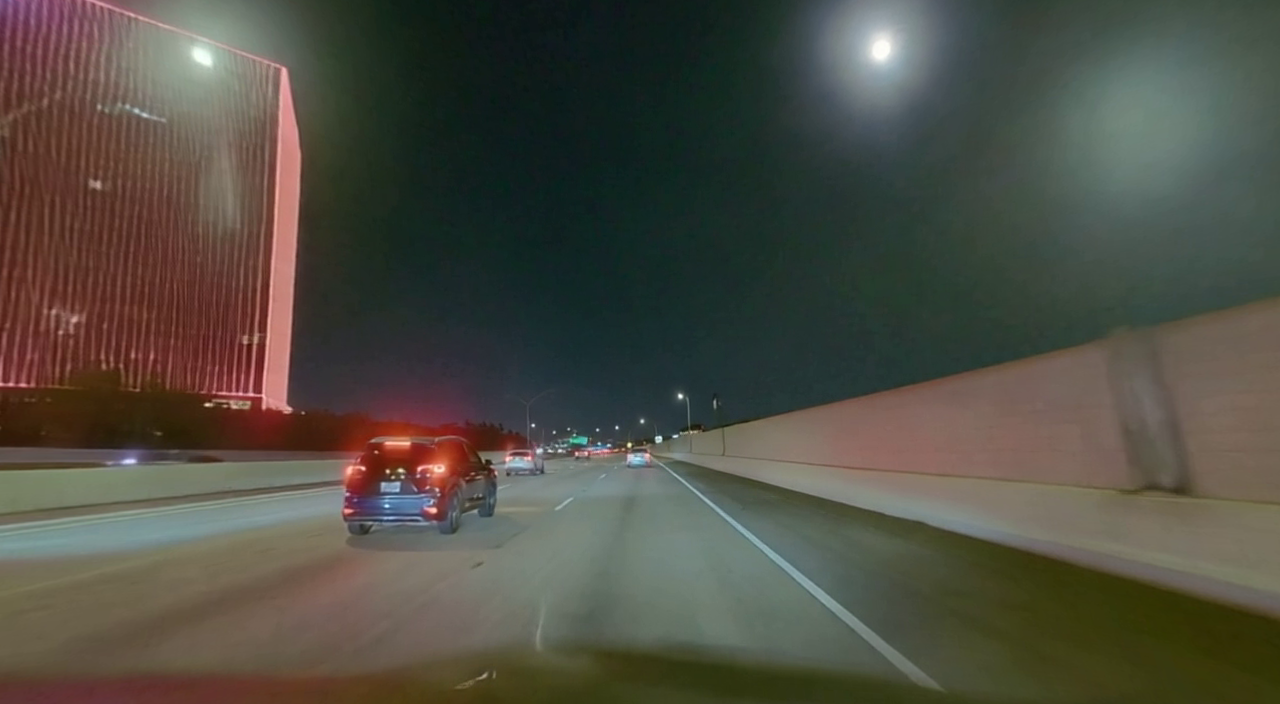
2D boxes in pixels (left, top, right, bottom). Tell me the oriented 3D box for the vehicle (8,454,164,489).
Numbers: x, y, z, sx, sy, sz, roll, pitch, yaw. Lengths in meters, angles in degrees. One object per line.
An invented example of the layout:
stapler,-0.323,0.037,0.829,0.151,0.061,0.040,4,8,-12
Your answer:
vehicle,-32.476,6.988,37.428,2.549,1.758,7.381,0,-9,0

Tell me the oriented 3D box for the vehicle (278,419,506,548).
vehicle,-3.872,2.137,10.898,2.059,1.725,4.521,0,-9,0
